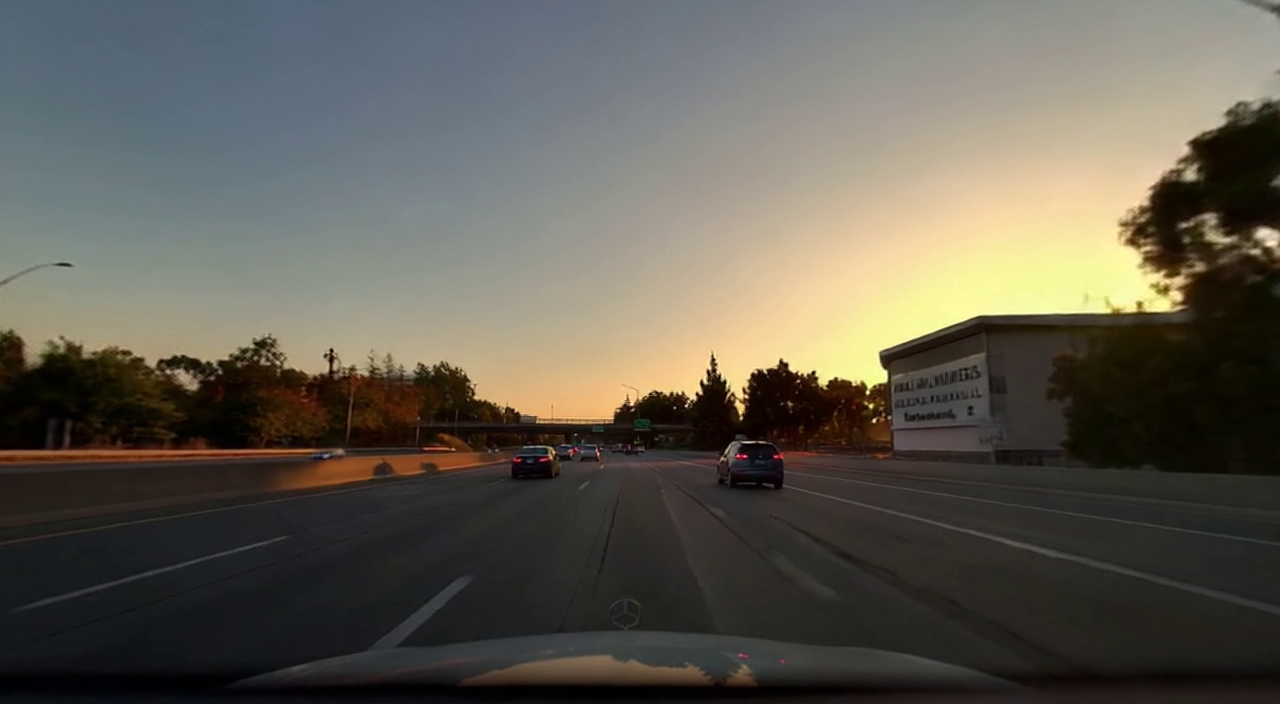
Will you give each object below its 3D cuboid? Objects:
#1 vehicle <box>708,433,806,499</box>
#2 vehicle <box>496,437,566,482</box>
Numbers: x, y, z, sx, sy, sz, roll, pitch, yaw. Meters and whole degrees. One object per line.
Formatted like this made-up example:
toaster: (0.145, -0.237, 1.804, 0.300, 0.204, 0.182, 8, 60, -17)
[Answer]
vehicle: (3.297, 3.304, 18.716, 1.997, 1.686, 4.247, 0, -8, -1)
vehicle: (-4.588, 4.604, 27.358, 2.176, 1.779, 4.755, 0, -8, 0)
